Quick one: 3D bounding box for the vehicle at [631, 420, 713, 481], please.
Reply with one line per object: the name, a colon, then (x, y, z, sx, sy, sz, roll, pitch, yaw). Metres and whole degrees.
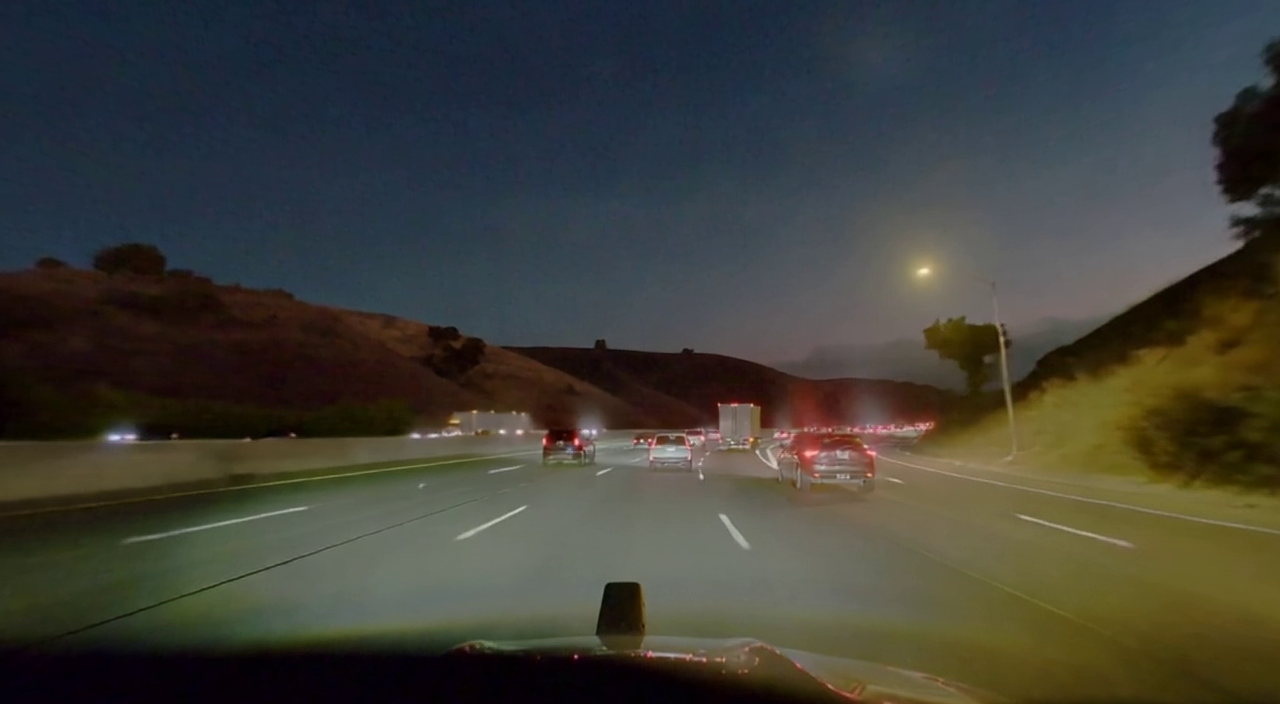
vehicle: (1.121, 3.321, 21.414, 2.484, 1.820, 4.497, -1, -8, 4)

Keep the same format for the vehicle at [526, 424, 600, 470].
vehicle: (-3.005, 3.854, 25.705, 2.077, 1.712, 4.406, -1, -8, 5)
